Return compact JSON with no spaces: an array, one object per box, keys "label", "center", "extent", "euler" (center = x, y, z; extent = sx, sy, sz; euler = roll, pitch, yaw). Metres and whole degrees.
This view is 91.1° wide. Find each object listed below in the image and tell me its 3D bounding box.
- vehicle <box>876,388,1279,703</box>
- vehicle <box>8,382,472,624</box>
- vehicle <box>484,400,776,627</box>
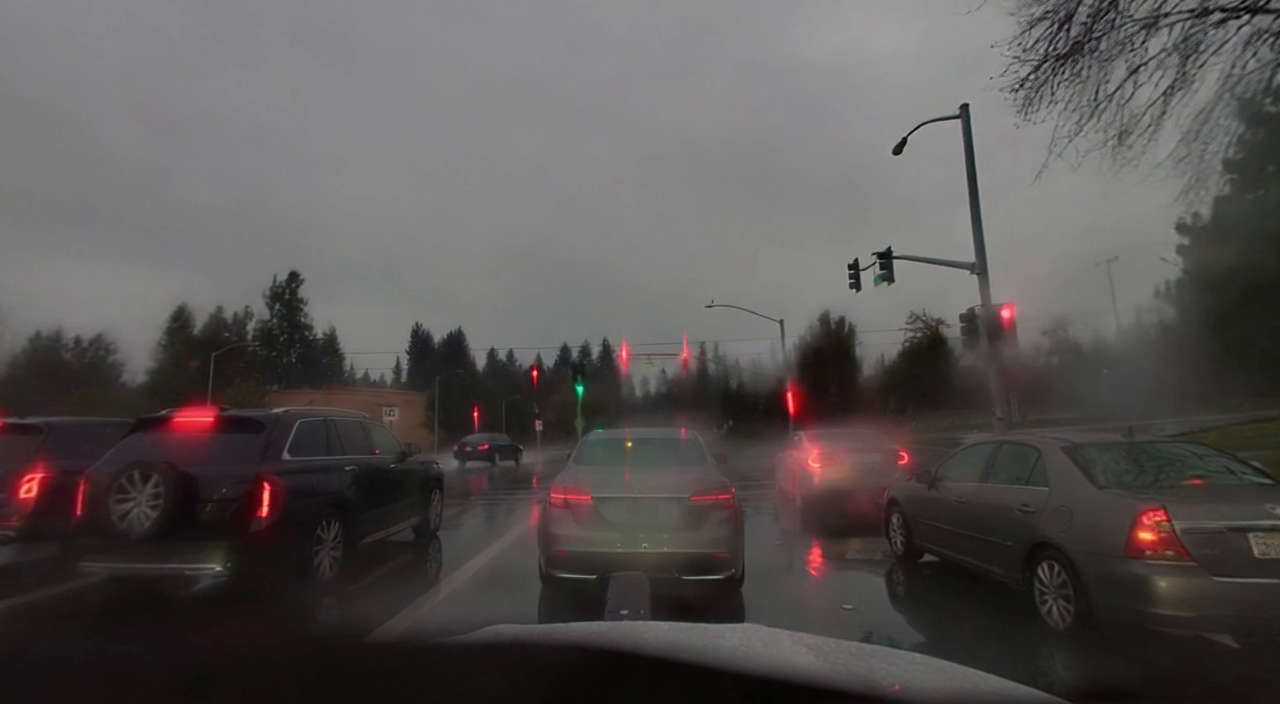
[{"label":"vehicle","center":[3.584,1.205,4.605],"extent":[2.010,1.486,4.498],"euler":[0,-8,1]},{"label":"vehicle","center":[-3.553,1.422,6.862],"extent":[2.014,1.755,4.360],"euler":[0,-8,3]},{"label":"vehicle","center":[-0.047,1.402,6.307],"extent":[2.047,1.579,3.642],"euler":[0,-8,1]}]
